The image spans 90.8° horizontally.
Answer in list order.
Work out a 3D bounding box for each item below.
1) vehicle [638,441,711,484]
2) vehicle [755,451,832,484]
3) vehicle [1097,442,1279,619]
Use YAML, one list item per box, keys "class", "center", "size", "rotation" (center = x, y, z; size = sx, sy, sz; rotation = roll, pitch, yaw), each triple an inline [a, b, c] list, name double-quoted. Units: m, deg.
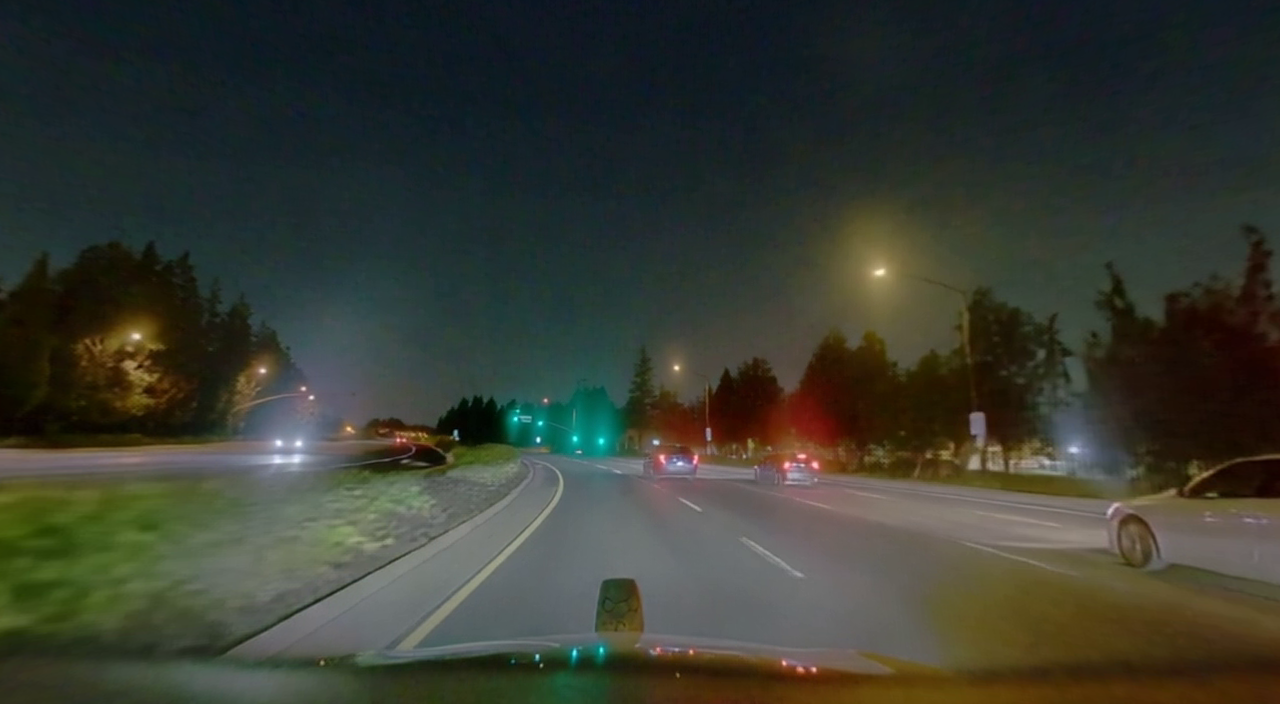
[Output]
- class: "vehicle"
  center: [1.332, 4.589, 26.571]
  size: [2.122, 1.646, 4.525]
  rotation: [1, -9, -9]
- class: "vehicle"
  center: [7.321, 5.541, 30.639]
  size: [1.940, 1.460, 4.652]
  rotation: [1, -9, -9]
- class: "vehicle"
  center: [6.360, 1.471, 5.120]
  size: [1.882, 1.476, 4.344]
  rotation: [0, -9, -3]
